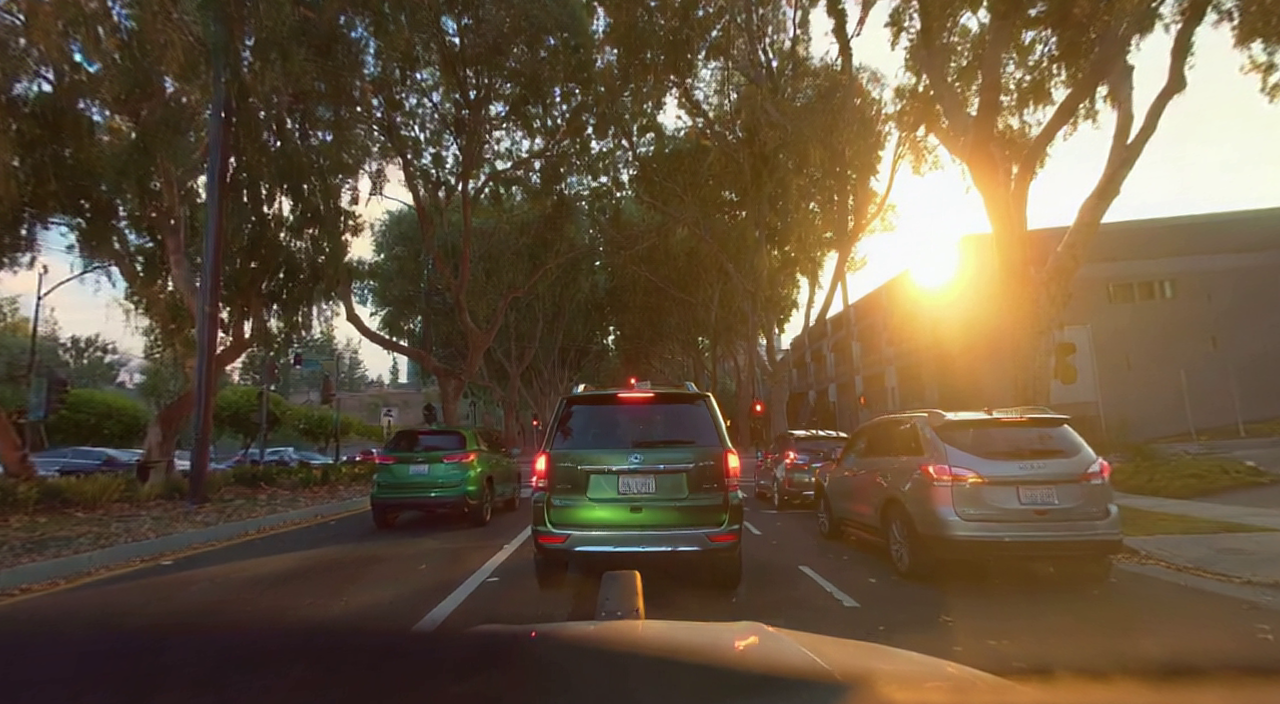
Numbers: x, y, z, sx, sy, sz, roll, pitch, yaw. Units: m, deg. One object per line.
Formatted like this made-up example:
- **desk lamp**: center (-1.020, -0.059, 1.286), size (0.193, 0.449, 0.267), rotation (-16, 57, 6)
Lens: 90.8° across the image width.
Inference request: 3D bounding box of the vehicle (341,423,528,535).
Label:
- **vehicle**: center (-3.399, 2.176, 11.408), size (1.961, 1.639, 4.064), rotation (0, -9, 0)

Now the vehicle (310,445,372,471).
- **vehicle**: center (-22.139, 7.832, 47.043), size (1.993, 1.844, 5.316), rotation (0, -9, 0)

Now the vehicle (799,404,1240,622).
- **vehicle**: center (3.473, 1.560, 7.077), size (2.202, 1.657, 4.298), rotation (0, -9, -1)

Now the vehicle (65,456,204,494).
- **vehicle**: center (-22.291, 5.423, 28.200), size (2.312, 1.443, 4.684), rotation (0, -9, 1)

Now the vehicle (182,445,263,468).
- **vehicle**: center (-29.998, 7.509, 45.454), size (4.403, 1.532, 1.914), rotation (0, -8, -3)

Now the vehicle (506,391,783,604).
- **vehicle**: center (0.020, 1.495, 7.263), size (2.294, 1.761, 3.857), rotation (0, -9, -1)
